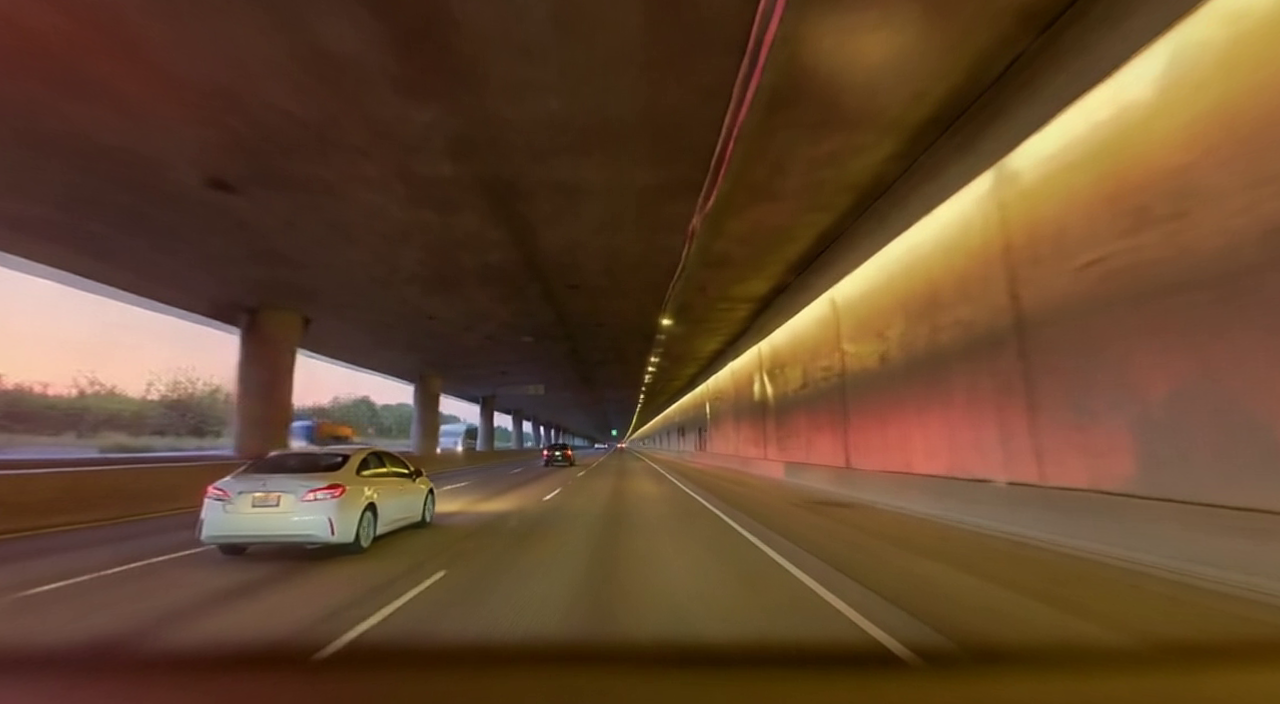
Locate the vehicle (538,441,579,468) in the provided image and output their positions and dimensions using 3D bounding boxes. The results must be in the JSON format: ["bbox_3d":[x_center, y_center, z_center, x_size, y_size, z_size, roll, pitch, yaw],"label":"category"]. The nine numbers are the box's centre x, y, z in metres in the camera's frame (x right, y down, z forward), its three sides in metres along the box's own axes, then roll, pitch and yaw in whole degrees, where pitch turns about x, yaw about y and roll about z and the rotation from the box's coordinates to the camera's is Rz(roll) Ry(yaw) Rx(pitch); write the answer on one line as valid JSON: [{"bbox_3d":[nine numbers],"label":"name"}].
[{"bbox_3d":[-4.738,6.011,37.200,1.973,1.474,4.199,0,-8,-1],"label":"vehicle"}]

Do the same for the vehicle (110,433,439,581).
[{"bbox_3d":[-4.278,1.831,8.358,1.885,1.424,4.230,0,-8,-1],"label":"vehicle"}]
